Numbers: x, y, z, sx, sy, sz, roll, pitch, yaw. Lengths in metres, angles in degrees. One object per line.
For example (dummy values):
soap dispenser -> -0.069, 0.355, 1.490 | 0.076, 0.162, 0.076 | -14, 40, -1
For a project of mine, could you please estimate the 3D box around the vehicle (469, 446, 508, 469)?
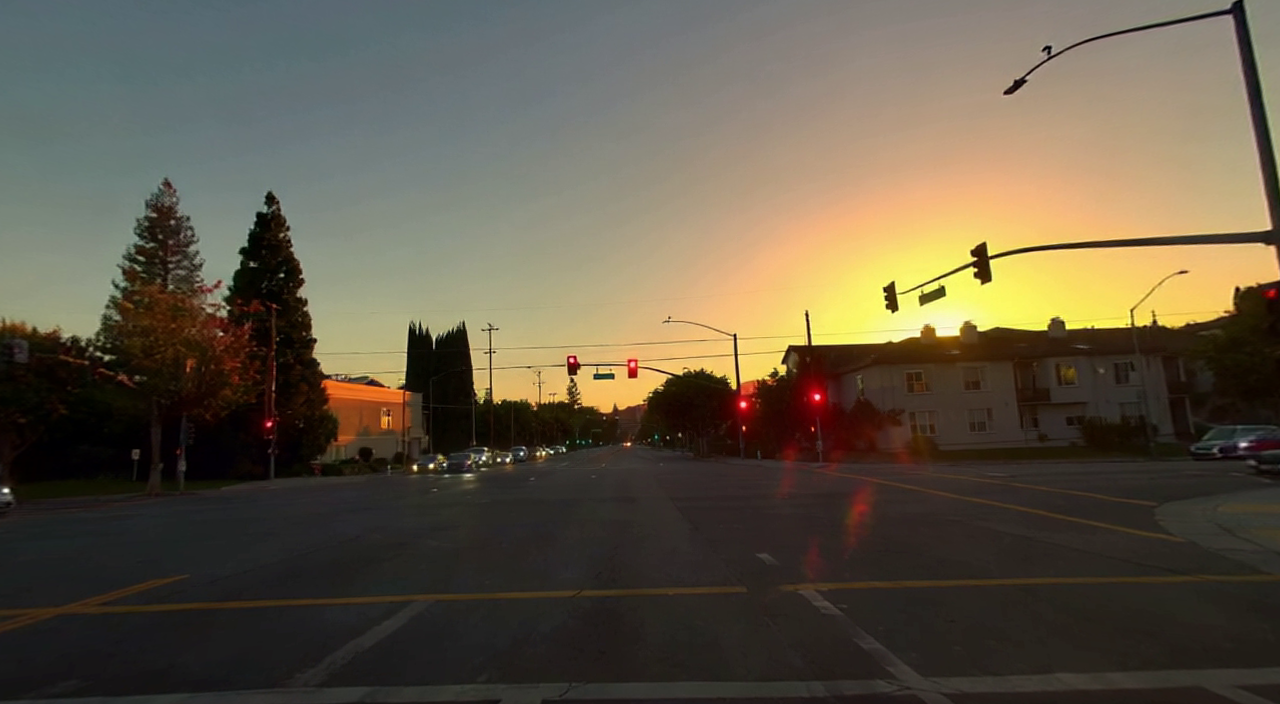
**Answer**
vehicle -> -10.712, 7.458, 44.751 | 1.881, 1.509, 3.377 | 0, -9, 1
